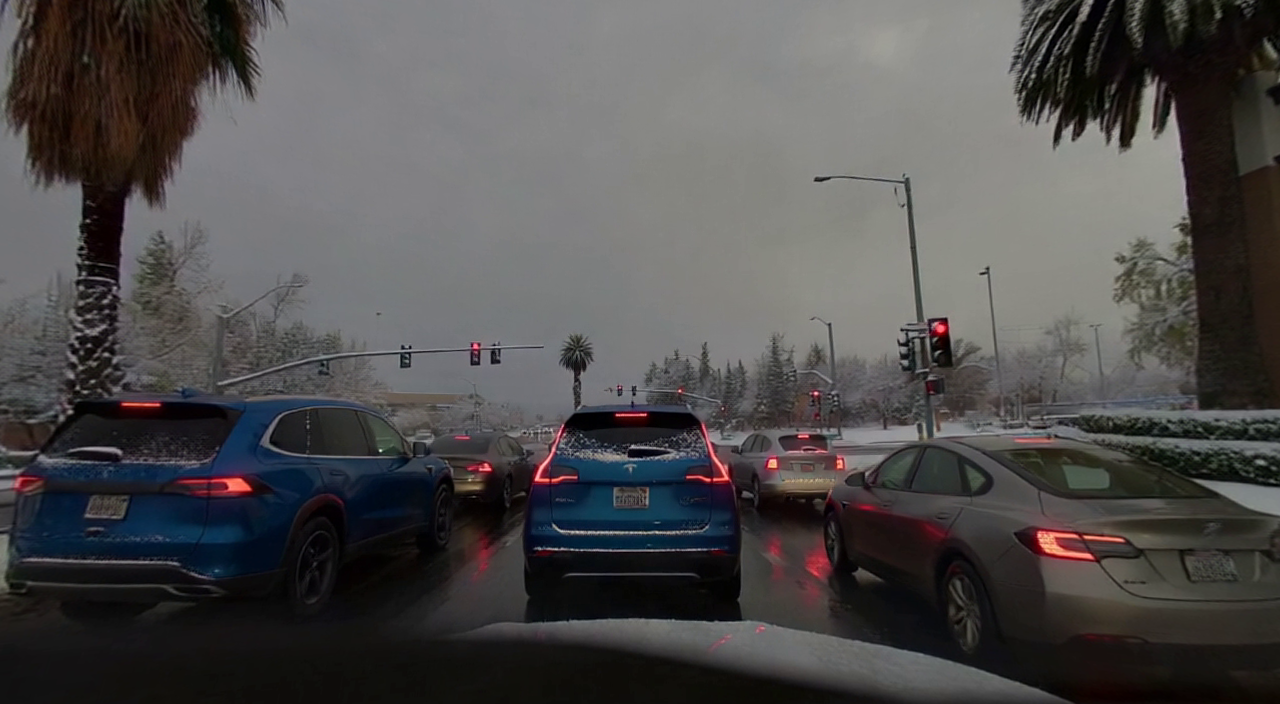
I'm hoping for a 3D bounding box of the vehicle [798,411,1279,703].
[{"bbox_3d":[2.960,1.369,5.263,2.017,1.491,4.611,0,-8,-1],"label":"vehicle"}]

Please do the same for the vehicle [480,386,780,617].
[{"bbox_3d":[-0.134,1.458,7.065,2.280,1.747,4.361,0,-8,-2],"label":"vehicle"}]

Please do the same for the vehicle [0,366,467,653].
[{"bbox_3d":[-3.355,1.283,6.129,2.014,1.755,4.360,0,-8,1],"label":"vehicle"}]
